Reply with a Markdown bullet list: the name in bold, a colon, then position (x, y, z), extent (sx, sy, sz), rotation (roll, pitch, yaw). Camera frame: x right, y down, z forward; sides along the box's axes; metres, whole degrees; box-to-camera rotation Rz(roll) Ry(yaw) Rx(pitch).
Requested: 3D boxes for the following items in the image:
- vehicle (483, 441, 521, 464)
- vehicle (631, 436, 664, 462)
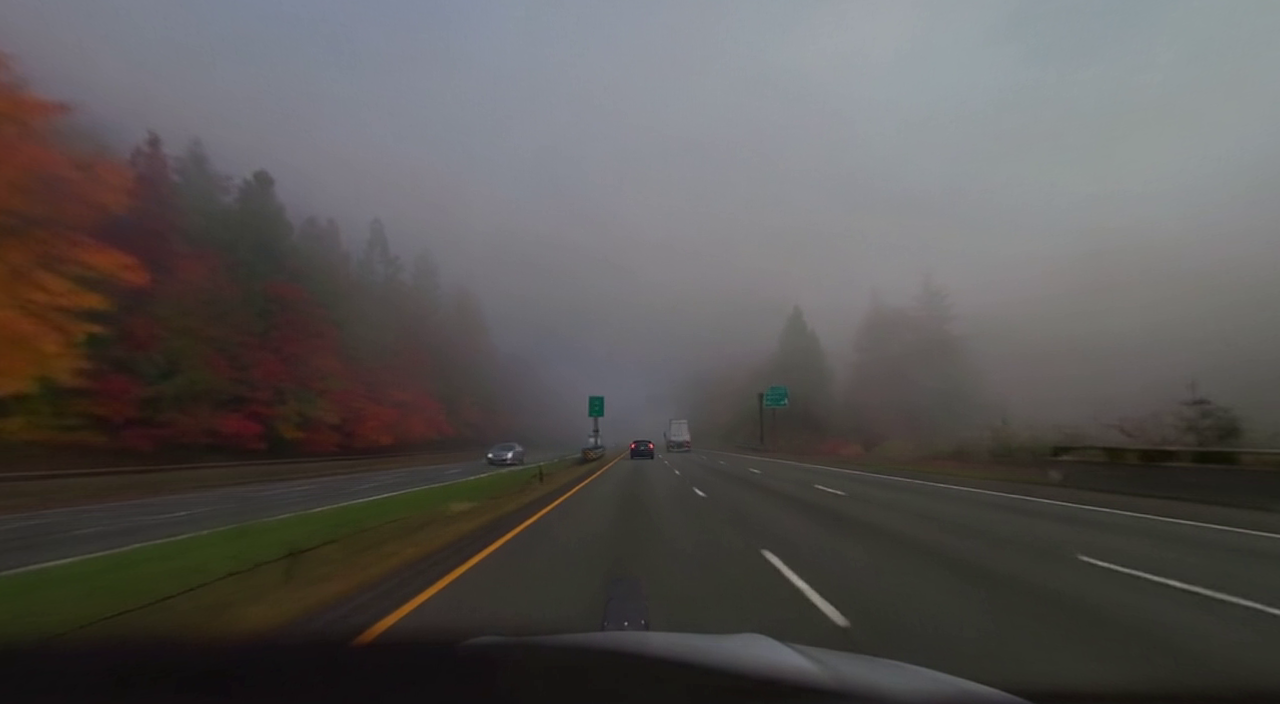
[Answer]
- **vehicle**: position (-9.942, 7.268, 45.648), extent (1.887, 1.520, 3.936), rotation (0, -8, 0)
- **vehicle**: position (0.492, 5.998, 38.947), extent (1.924, 1.498, 3.817), rotation (0, -8, 1)
